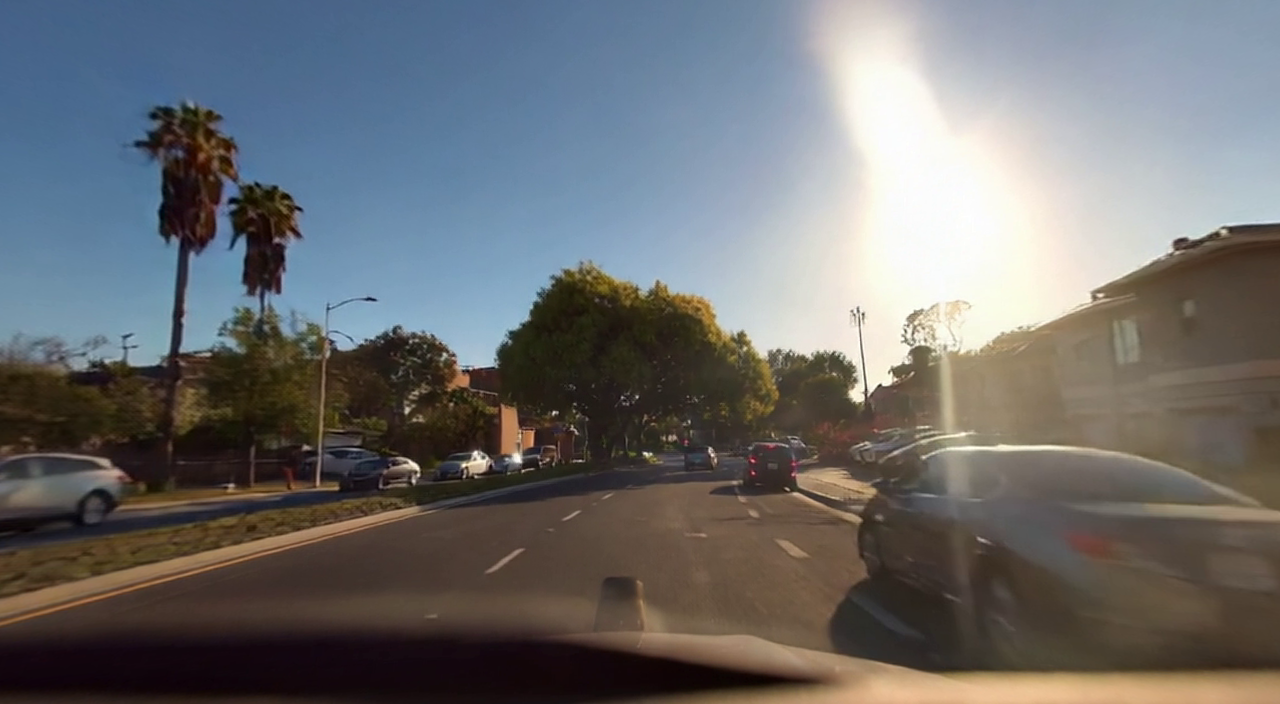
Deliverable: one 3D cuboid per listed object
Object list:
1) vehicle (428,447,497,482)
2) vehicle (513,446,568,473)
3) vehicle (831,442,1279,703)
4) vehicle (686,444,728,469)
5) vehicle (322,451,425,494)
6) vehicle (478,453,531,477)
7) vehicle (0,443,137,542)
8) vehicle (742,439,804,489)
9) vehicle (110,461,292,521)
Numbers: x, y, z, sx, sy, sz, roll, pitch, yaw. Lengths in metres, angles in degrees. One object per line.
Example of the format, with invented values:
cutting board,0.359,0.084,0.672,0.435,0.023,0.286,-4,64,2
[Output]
vehicle,-10.466,6.653,37.712,2.081,1.948,4.821,-1,-9,9
vehicle,-7.649,8.359,49.307,2.051,1.957,5.968,-2,-9,14
vehicle,3.415,1.556,5.693,2.037,1.425,4.621,0,-9,1
vehicle,4.274,6.571,39.785,2.035,1.474,4.284,-2,-9,14
vehicle,-11.963,5.424,28.782,1.967,1.736,4.730,-2,-9,10
vehicle,-9.192,7.726,43.266,1.786,1.488,4.518,-2,-9,12
vehicle,-13.541,2.902,13.010,2.131,1.902,4.924,-3,-9,3
vehicle,4.964,4.185,23.940,2.043,1.692,4.581,-2,-9,10
vehicle,-13.093,4.132,19.314,1.866,1.501,4.681,-1,-9,5
